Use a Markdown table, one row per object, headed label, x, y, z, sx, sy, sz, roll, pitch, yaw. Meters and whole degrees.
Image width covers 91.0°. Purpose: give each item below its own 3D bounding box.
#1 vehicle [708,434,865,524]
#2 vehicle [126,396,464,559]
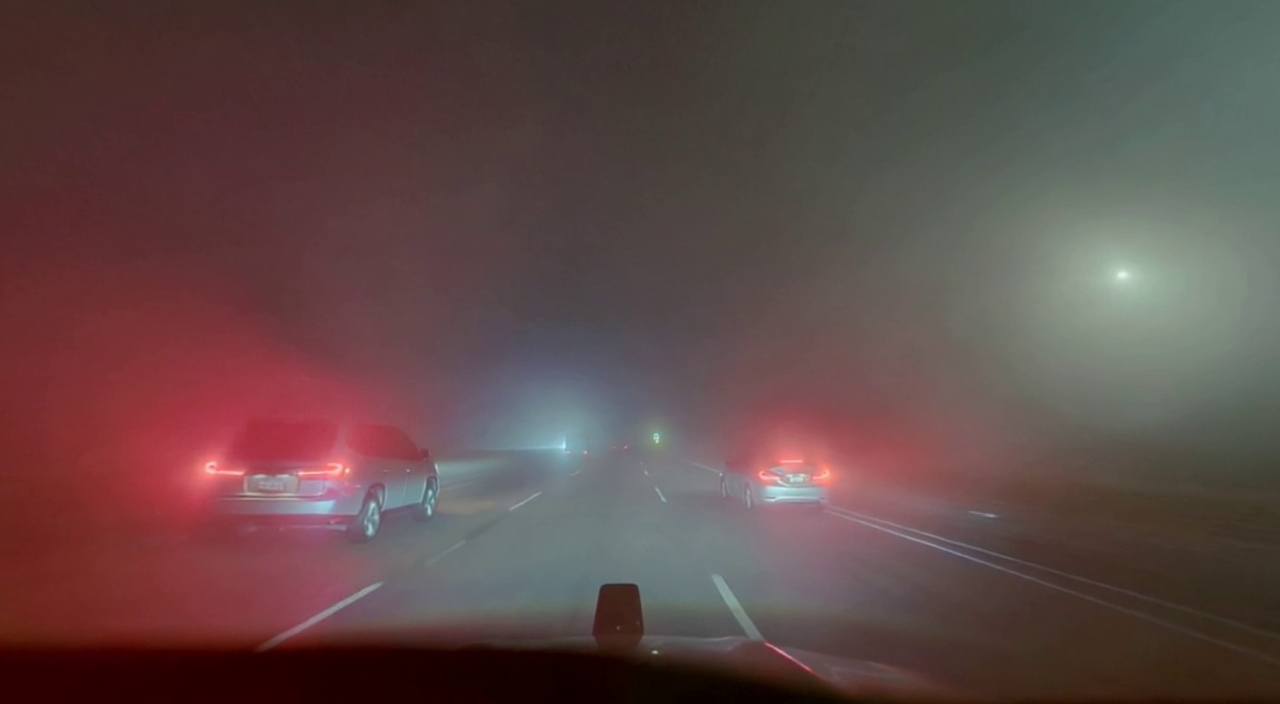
| label | x | y | z | sx | sy | sz | roll | pitch | yaw |
| --- | --- | --- | --- | --- | --- | --- | --- | --- | --- |
| vehicle | 2.794 | 2.568 | 13.328 | 2.047 | 1.532 | 4.884 | 1 | -9 | -1 |
| vehicle | -4.773 | 1.876 | 10.125 | 2.285 | 1.853 | 5.564 | 0 | -9 | 0 |
